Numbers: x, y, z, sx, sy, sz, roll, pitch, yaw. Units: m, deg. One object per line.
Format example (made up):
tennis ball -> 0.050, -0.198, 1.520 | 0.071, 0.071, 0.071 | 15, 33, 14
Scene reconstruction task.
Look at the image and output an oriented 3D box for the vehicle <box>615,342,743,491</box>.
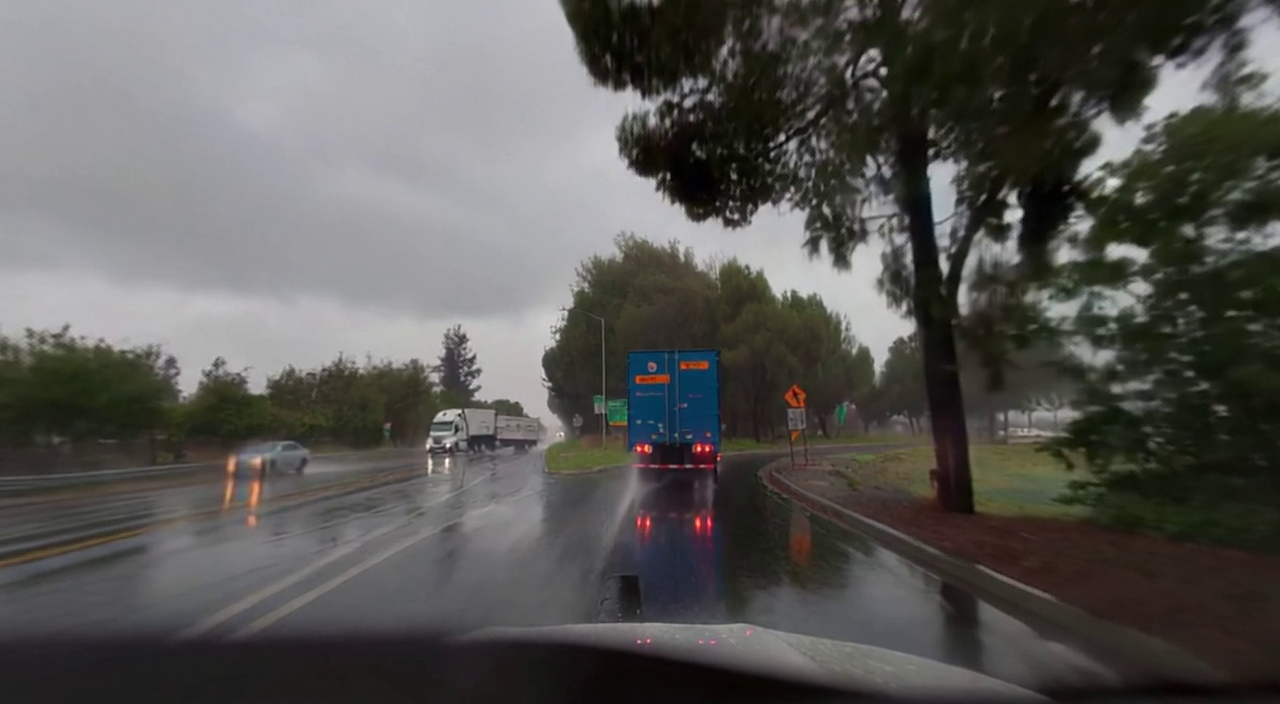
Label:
vehicle -> 1.674, 2.214, 20.266 | 2.937, 3.647, 9.344 | -2, -8, 10
